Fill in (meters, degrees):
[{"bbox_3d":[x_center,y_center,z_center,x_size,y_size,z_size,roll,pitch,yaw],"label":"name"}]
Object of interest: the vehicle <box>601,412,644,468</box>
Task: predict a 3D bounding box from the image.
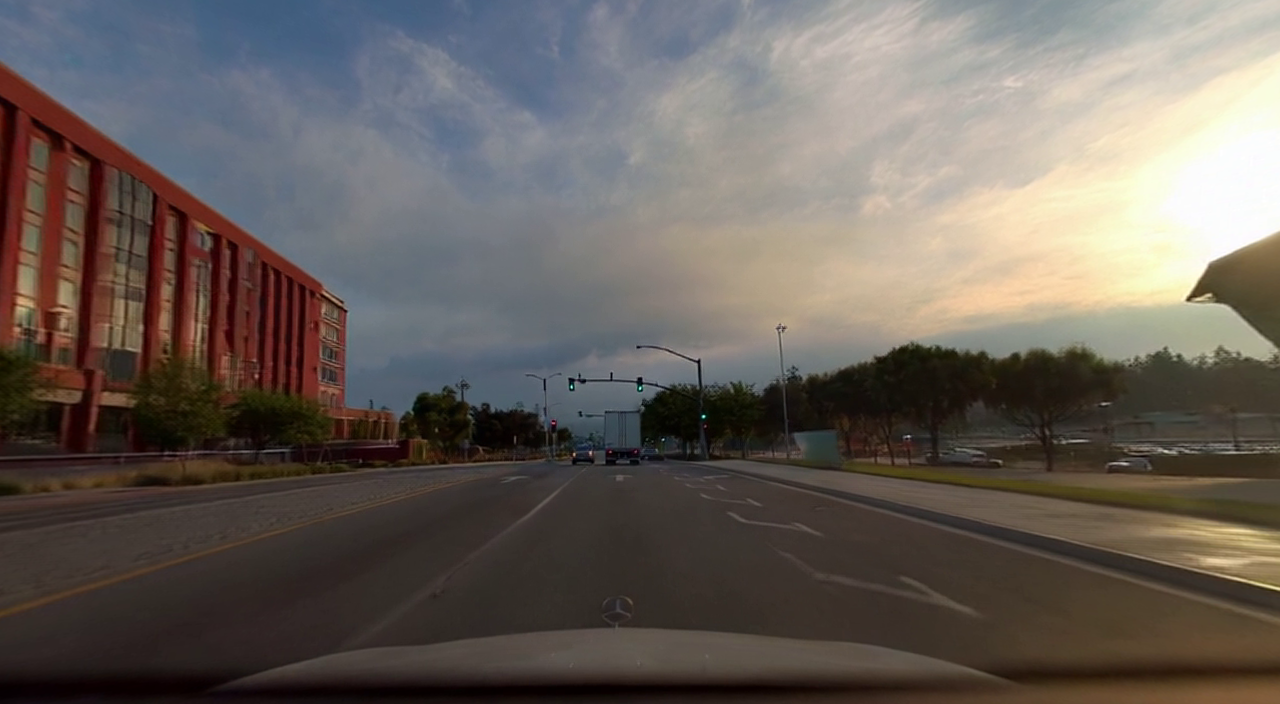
[{"bbox_3d":[-1.325,6.482,46.799,2.876,3.724,9.351,0,-7,-2],"label":"vehicle"}]
